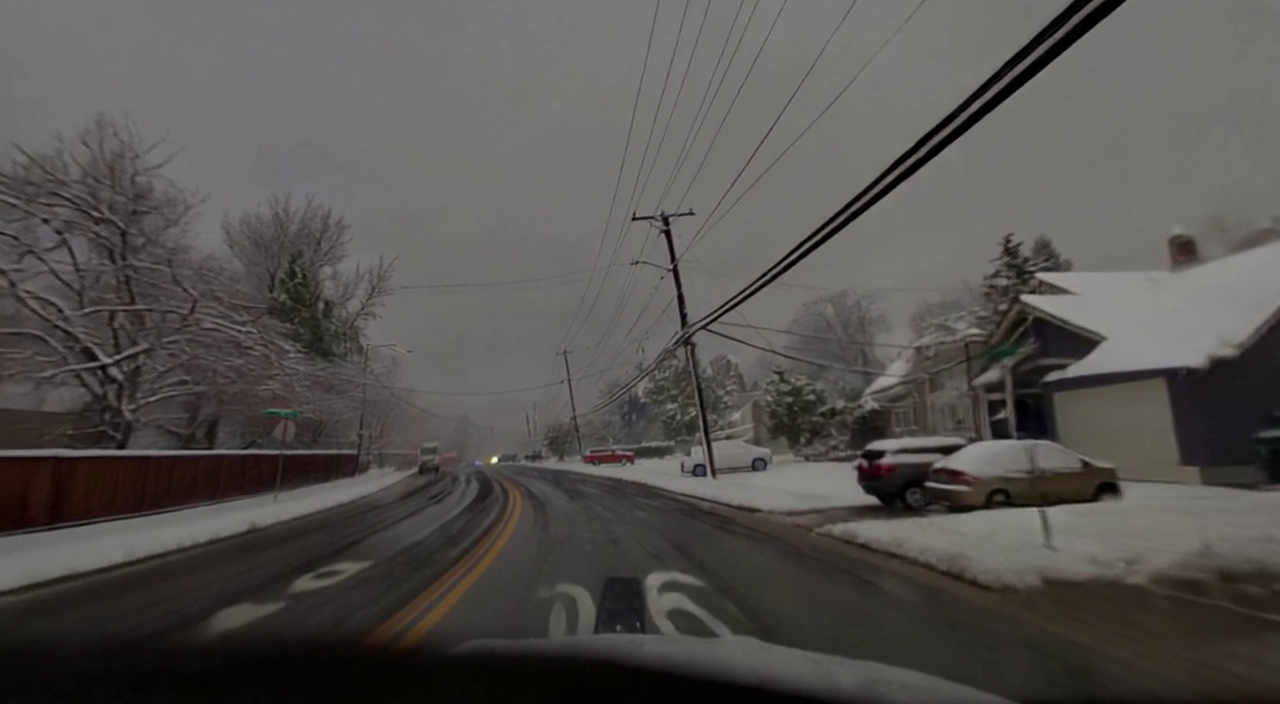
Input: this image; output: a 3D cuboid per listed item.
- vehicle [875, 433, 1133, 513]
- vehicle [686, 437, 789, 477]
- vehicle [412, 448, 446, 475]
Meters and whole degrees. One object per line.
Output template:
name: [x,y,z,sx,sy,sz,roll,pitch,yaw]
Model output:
vehicle: [7.622,2.554,13.528,4.382,1.531,1.925,1,-9,-5]
vehicle: [4.551,4.959,29.785,4.337,1.768,1.962,3,-9,-12]
vehicle: [-16.156,8.469,48.543,2.046,1.777,4.473,0,-12,-14]
